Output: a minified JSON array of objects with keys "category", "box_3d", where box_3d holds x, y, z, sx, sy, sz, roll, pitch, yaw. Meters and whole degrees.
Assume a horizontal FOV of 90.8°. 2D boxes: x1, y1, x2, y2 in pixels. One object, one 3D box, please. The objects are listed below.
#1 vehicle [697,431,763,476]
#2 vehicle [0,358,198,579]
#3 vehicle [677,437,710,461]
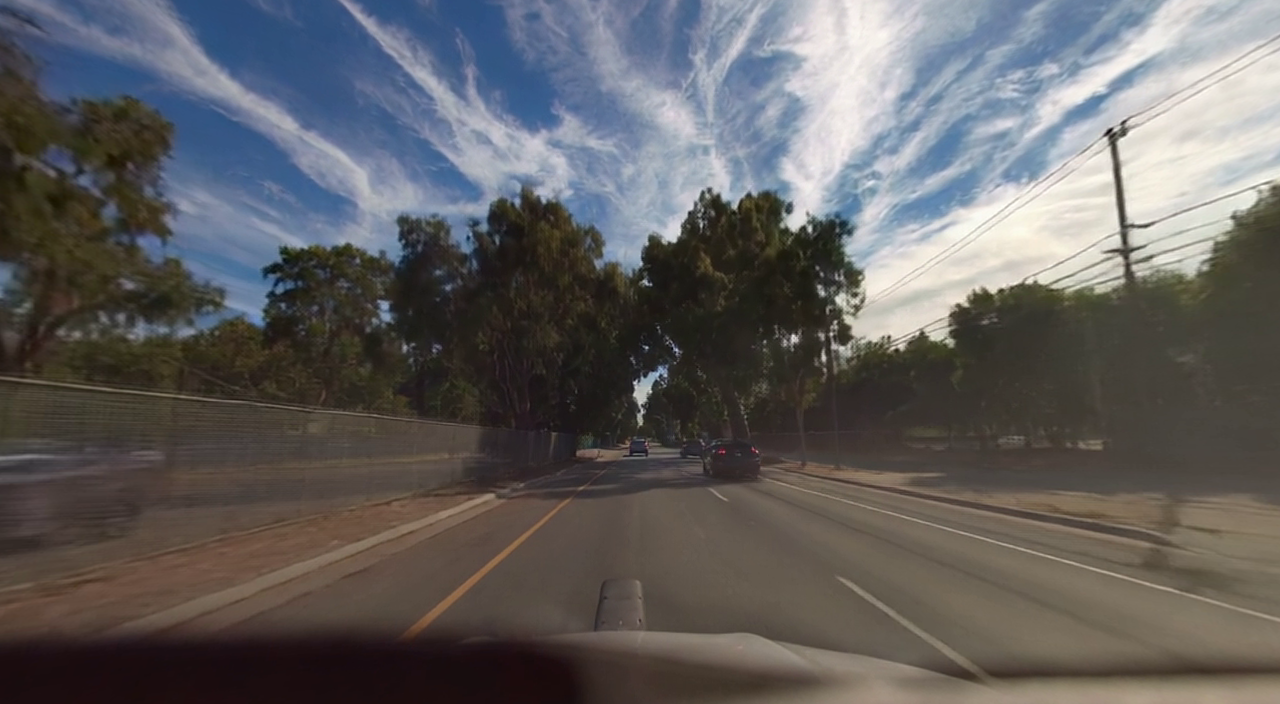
[{"category":"vehicle","box_3d":[3.863,4.470,27.966,2.112,1.825,4.574,0,-8,-2]},{"category":"vehicle","box_3d":[-8.864,1.535,8.779,3.613,2.628,2.227,0,-9,2]},{"category":"vehicle","box_3d":[3.780,6.986,45.461,2.012,1.653,4.115,0,-8,-1]}]
